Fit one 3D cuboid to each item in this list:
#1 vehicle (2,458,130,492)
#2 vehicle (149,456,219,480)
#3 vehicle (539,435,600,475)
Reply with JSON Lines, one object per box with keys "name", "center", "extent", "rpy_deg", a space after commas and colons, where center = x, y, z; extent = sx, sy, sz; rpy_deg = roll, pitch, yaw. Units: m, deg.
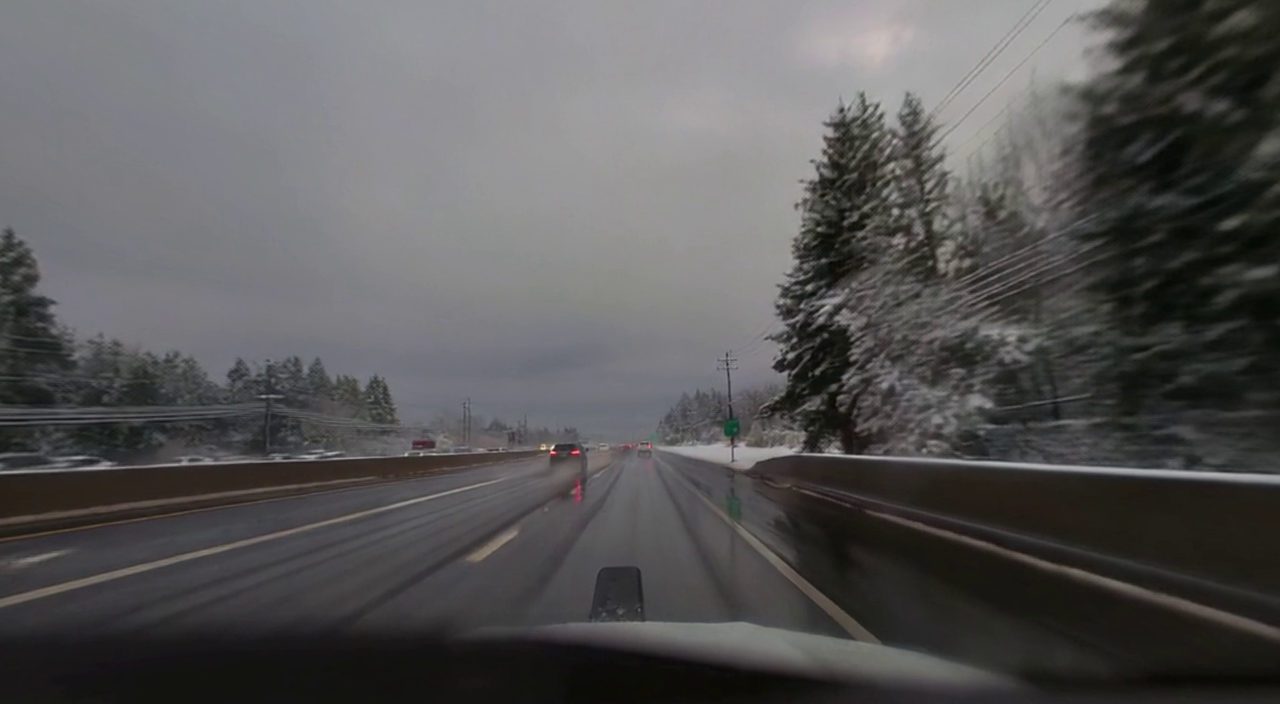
{"name": "vehicle", "center": [-28.497, 6.099, 31.533], "extent": [1.860, 1.499, 4.752], "rpy_deg": [0, -9, 1]}
{"name": "vehicle", "center": [-34.460, 8.735, 47.715], "extent": [1.922, 1.659, 4.456], "rpy_deg": [0, -9, 0]}
{"name": "vehicle", "center": [-3.657, 5.508, 33.808], "extent": [2.577, 1.939, 5.408], "rpy_deg": [0, -9, 1]}
